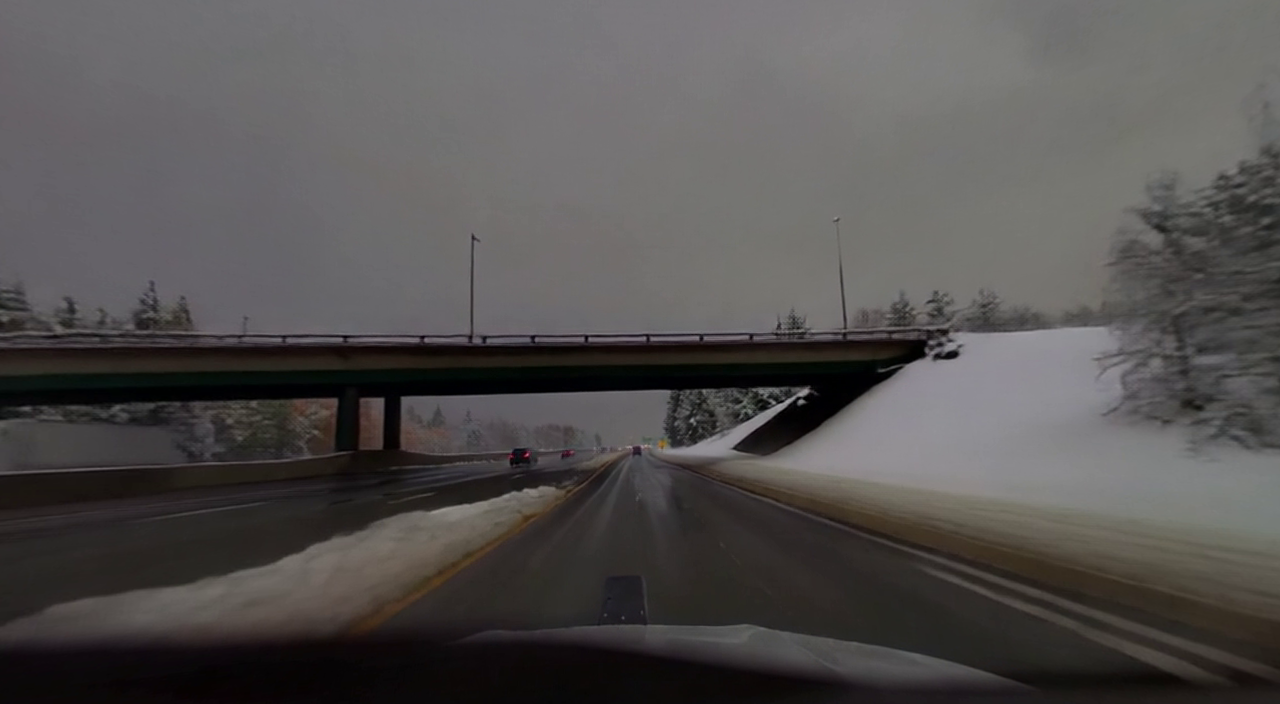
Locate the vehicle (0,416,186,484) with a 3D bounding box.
[{"bbox_3d":[-31.314,5.452,34.981,2.715,3.193,12.176,0,-9,2],"label":"vehicle"}]
